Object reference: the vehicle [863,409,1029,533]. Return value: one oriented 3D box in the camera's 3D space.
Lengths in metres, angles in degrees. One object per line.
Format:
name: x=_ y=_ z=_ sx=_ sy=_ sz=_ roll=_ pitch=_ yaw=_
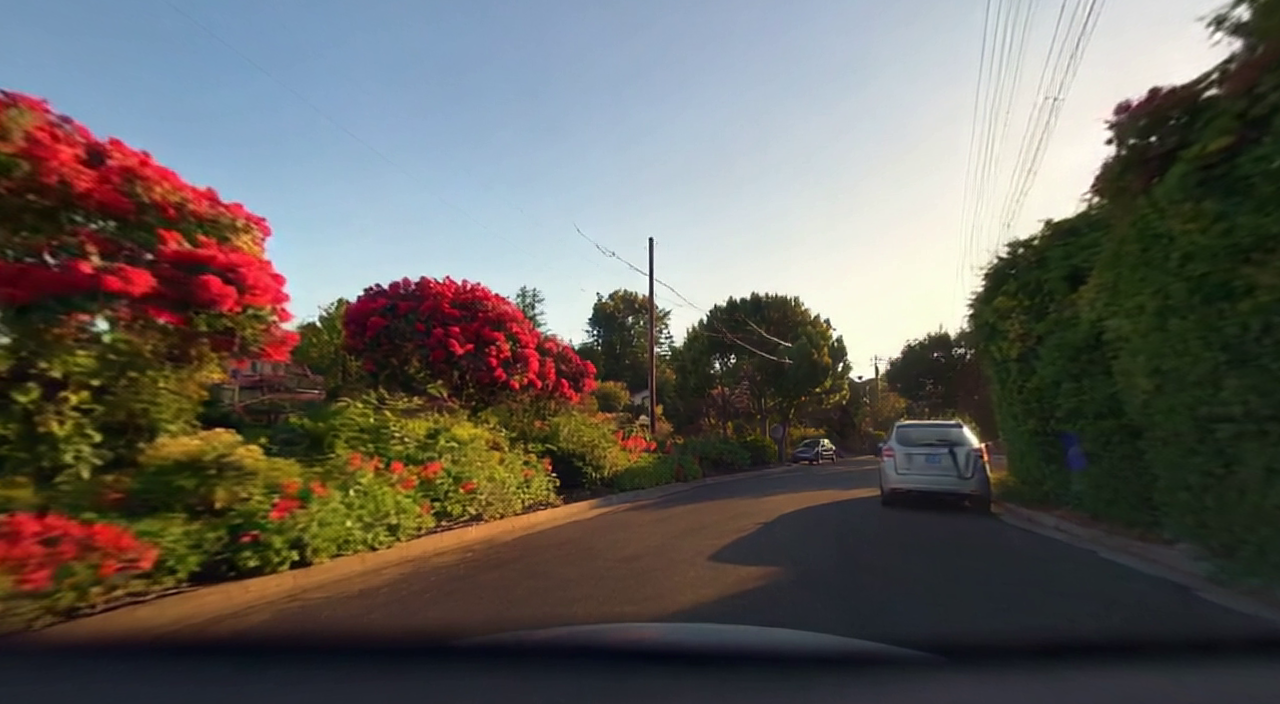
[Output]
vehicle: x=5.824 y=2.290 z=12.829 sx=2.311 sy=1.909 sz=5.570 roll=-3 pitch=-9 yaw=19
